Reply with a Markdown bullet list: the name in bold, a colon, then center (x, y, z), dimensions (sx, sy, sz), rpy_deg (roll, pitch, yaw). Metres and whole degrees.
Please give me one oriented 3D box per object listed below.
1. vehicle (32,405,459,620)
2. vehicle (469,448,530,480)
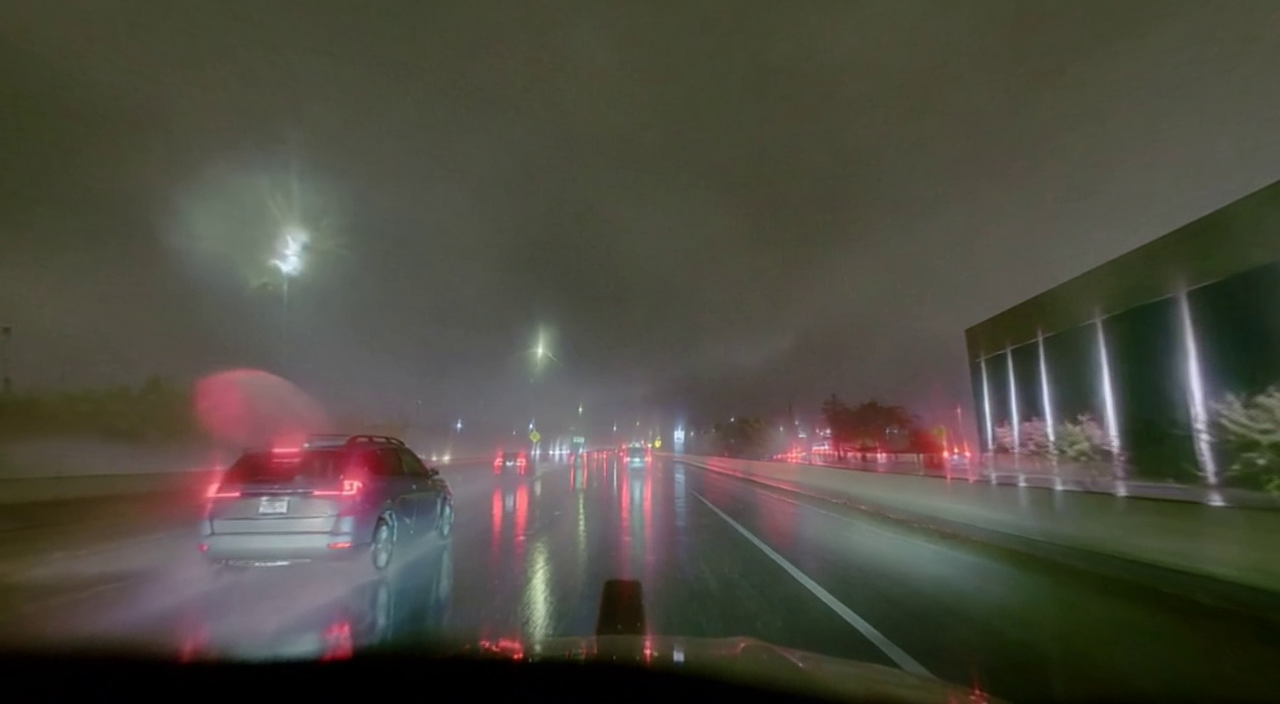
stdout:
- **vehicle**: center (-3.864, 1.645, 7.439), dimensions (2.059, 1.725, 4.521), rpy_deg (0, -9, 0)
- **vehicle**: center (-7.186, 5.777, 32.804), dimensions (1.998, 1.542, 4.953), rpy_deg (0, -9, 1)
